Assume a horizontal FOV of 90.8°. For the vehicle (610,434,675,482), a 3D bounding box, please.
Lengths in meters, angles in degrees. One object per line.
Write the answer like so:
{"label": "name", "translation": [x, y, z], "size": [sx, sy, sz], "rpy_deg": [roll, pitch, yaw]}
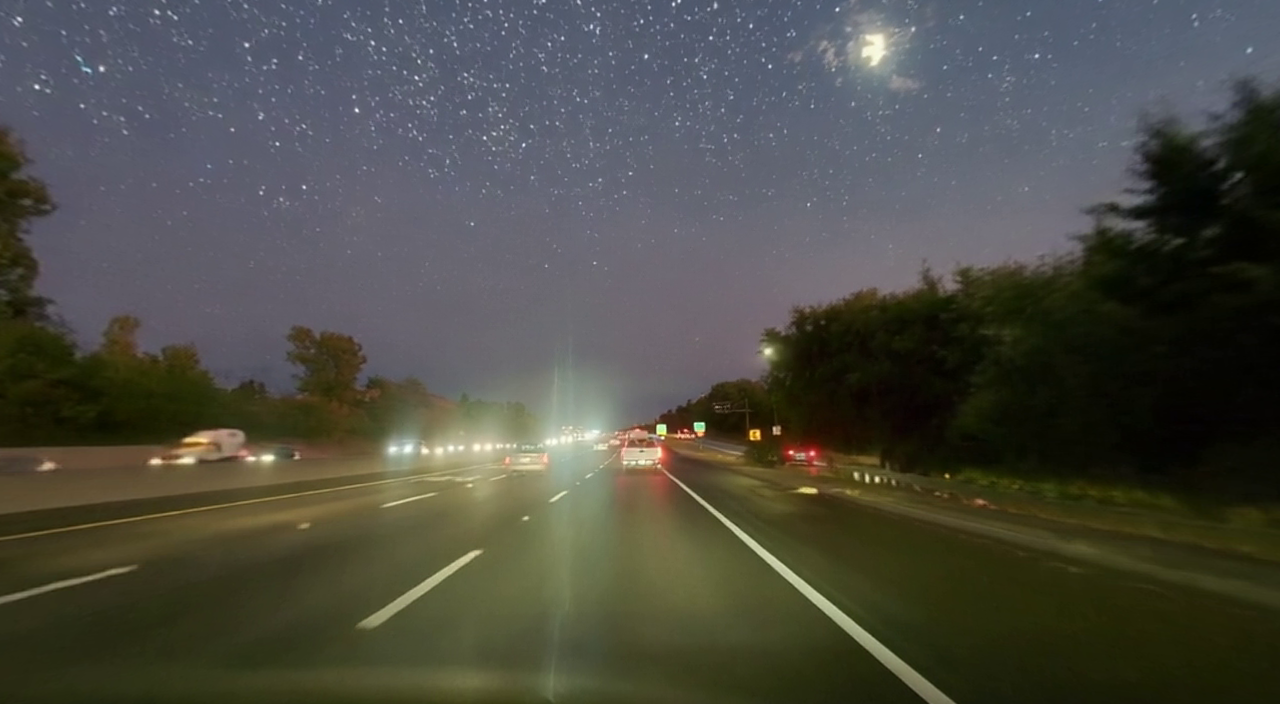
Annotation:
{"label": "vehicle", "translation": [0.053, 4.260, 25.689], "size": [2.378, 1.750, 4.355], "rpy_deg": [0, -8, -1]}

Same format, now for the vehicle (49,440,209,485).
{"label": "vehicle", "translation": [-21.606, 4.679, 27.171], "size": [2.141, 1.690, 5.651], "rpy_deg": [0, -8, 0]}

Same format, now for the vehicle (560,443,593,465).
{"label": "vehicle", "translation": [-4.715, 7.659, 47.567], "size": [2.084, 1.528, 4.094], "rpy_deg": [0, -8, 0]}

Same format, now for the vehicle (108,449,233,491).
{"label": "vehicle", "translation": [-17.627, 4.415, 23.980], "size": [1.825, 1.411, 3.761], "rpy_deg": [0, -8, 0]}

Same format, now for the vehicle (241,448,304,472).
{"label": "vehicle", "translation": [-24.658, 7.243, 42.572], "size": [1.784, 1.522, 4.042], "rpy_deg": [0, -8, 0]}

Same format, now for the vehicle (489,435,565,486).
{"label": "vehicle", "translation": [-4.109, 4.033, 23.737], "size": [2.044, 1.717, 4.421], "rpy_deg": [0, -8, 0]}
